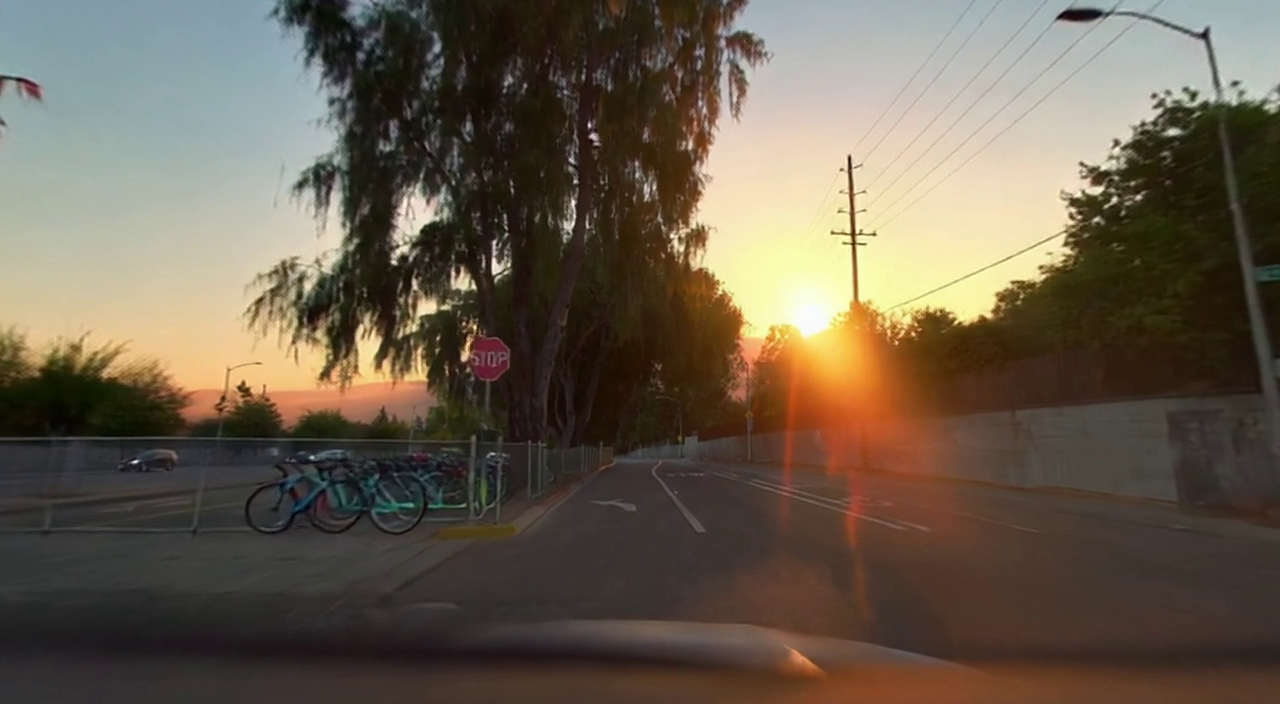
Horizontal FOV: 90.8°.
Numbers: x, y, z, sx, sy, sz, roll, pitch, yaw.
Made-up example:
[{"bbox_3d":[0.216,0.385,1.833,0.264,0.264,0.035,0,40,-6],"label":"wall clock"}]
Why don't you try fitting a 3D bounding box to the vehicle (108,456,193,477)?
[{"bbox_3d":[-33.937,7.946,43.913,4.327,1.402,1.757,0,-9,-4],"label":"vehicle"}]
